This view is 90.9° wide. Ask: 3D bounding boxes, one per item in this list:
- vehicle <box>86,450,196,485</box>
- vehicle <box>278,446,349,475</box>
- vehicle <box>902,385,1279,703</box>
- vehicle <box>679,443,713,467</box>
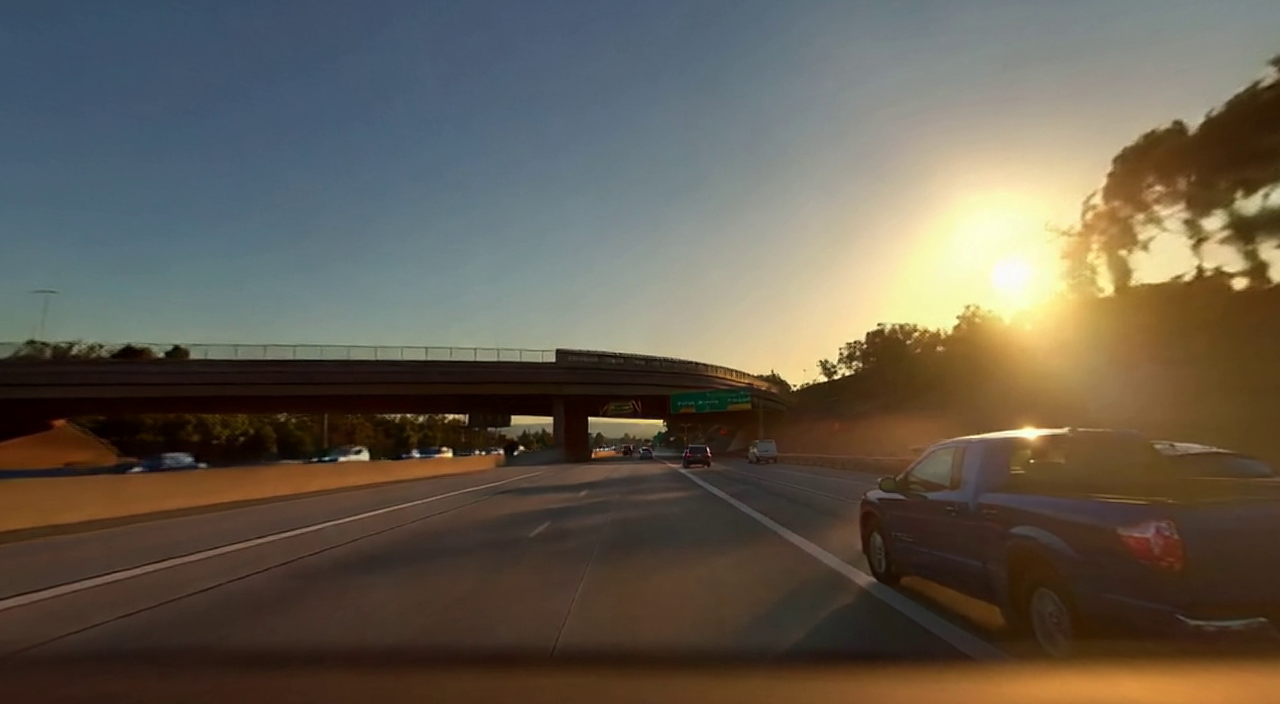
[{"bbox_3d":[-25.728,5.955,32.795,1.888,1.608,4.652,0,-8,0],"label":"vehicle"},{"bbox_3d":[-21.684,7.198,42.132,2.110,1.746,4.793,0,-8,0],"label":"vehicle"},{"bbox_3d":[3.401,1.010,3.137,2.119,1.524,4.807,0,-8,0],"label":"vehicle"},{"bbox_3d":[4.033,7.488,45.942,2.014,1.643,4.039,0,-8,-1],"label":"vehicle"}]
